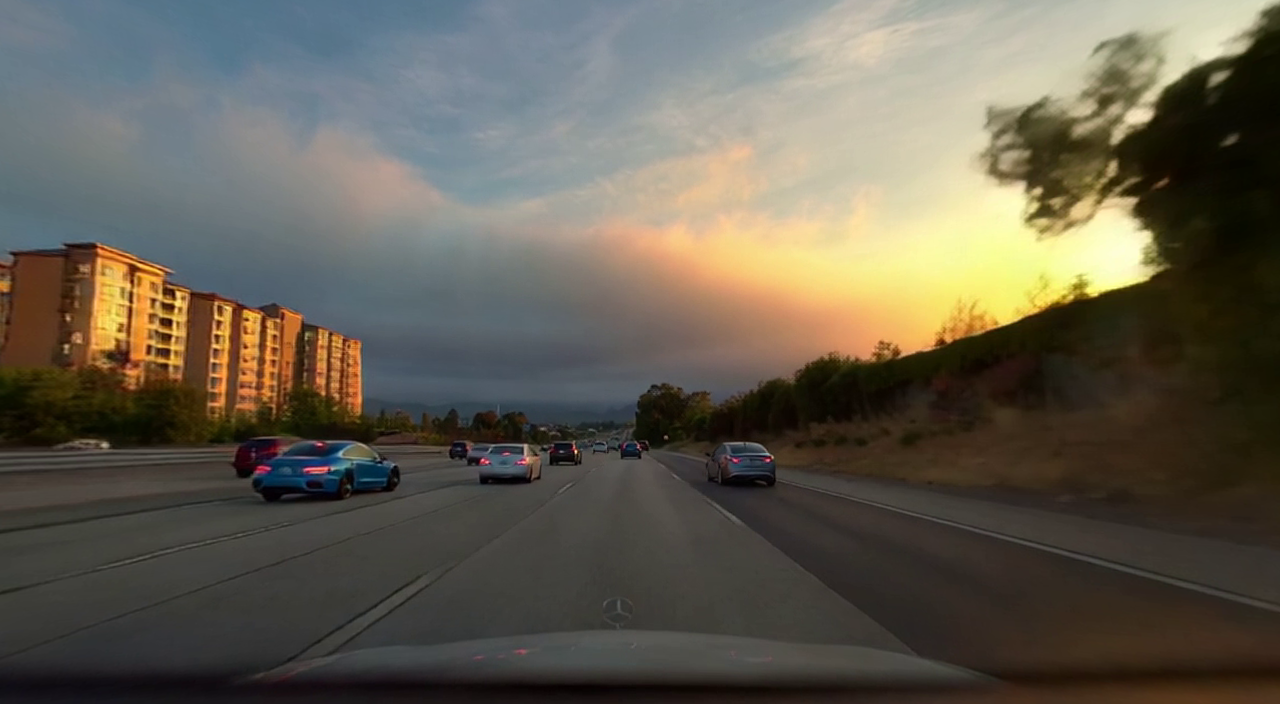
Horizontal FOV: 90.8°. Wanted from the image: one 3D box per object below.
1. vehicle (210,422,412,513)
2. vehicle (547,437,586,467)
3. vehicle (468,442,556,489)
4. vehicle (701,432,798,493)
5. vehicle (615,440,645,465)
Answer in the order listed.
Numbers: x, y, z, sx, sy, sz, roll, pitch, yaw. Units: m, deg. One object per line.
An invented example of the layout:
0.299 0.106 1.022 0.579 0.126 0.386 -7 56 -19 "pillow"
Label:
-7.441 2.660 15.109 2.086 1.776 5.080 0 -8 0 "vehicle"
-4.697 6.457 40.920 2.044 1.774 4.329 0 -8 0 "vehicle"
-4.228 3.807 21.671 2.124 1.426 4.444 0 -8 0 "vehicle"
3.218 3.361 19.544 2.061 1.658 4.417 0 -8 -2 "vehicle"
-0.693 7.048 44.566 2.053 1.650 3.945 0 -8 -1 "vehicle"
